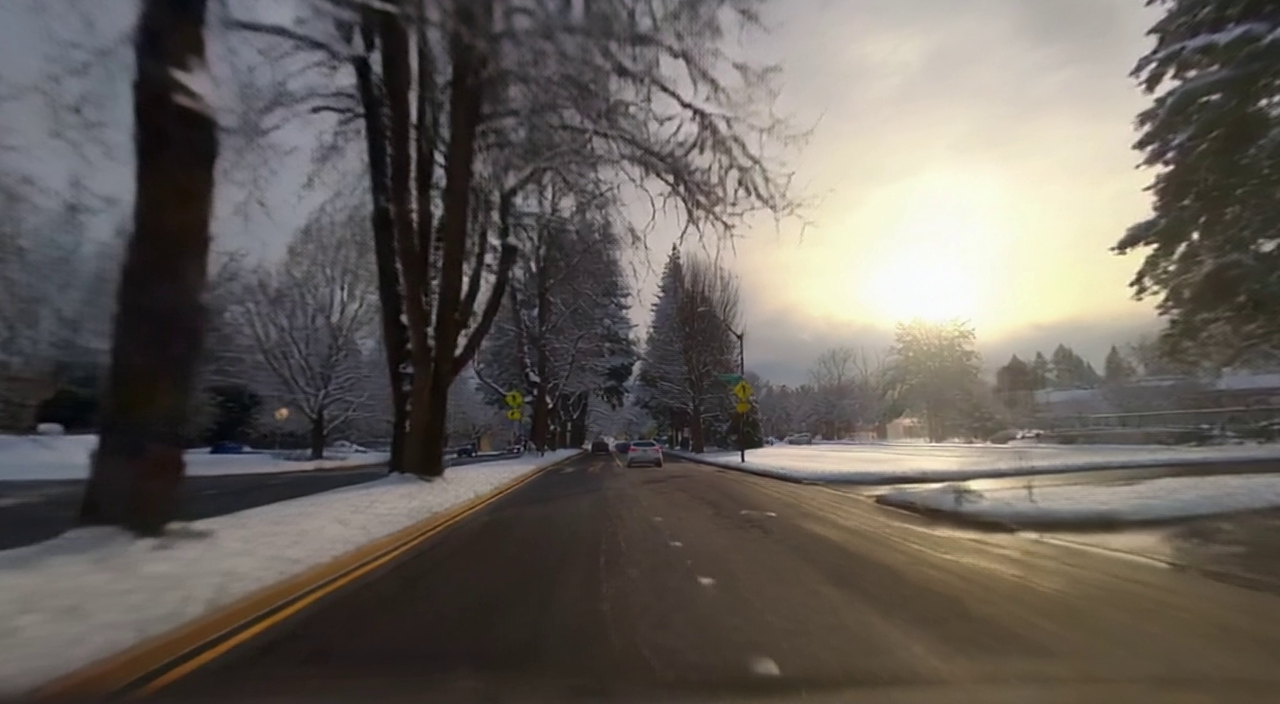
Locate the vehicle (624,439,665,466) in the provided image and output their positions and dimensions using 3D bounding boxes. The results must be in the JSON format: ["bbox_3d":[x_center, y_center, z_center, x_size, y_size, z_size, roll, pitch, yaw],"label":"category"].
[{"bbox_3d":[0.191,6.052,38.150,2.142,1.501,4.273,0,-8,-4],"label":"vehicle"}]
